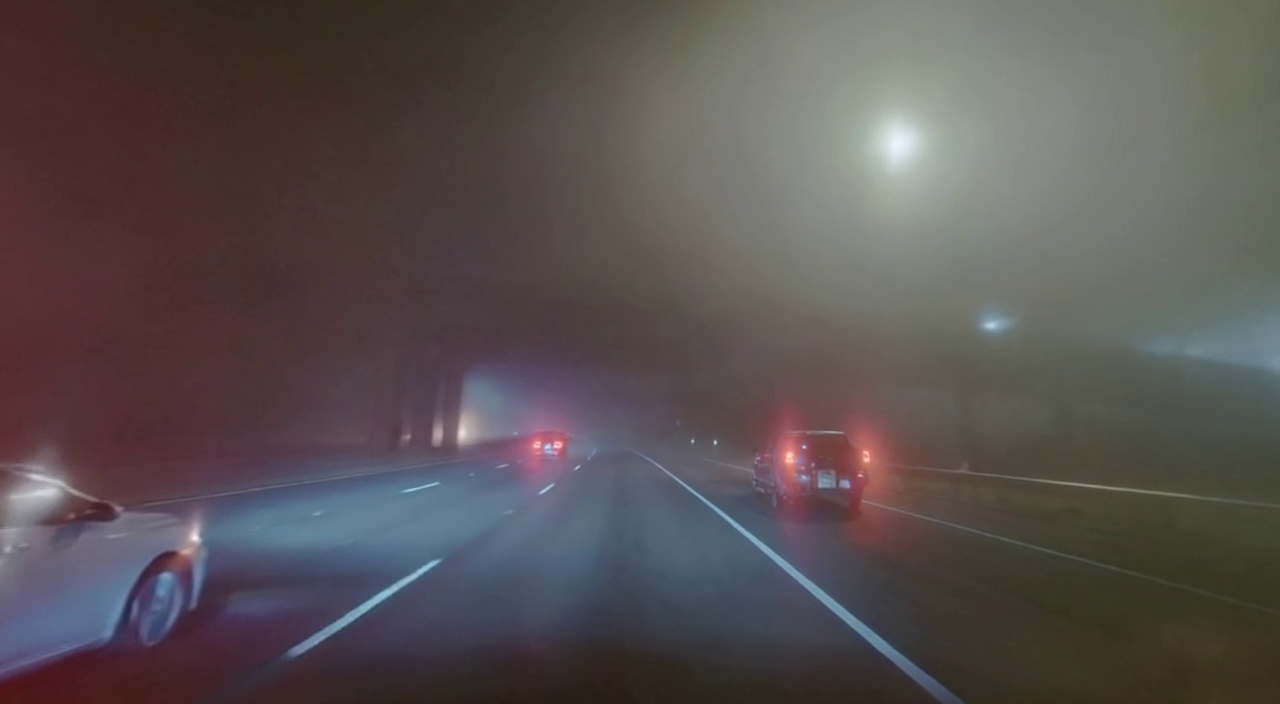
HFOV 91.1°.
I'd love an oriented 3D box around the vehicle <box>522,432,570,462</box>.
[{"bbox_3d":[-5.321,5.461,36.291,2.123,1.601,4.887,0,-8,-2],"label":"vehicle"}]
